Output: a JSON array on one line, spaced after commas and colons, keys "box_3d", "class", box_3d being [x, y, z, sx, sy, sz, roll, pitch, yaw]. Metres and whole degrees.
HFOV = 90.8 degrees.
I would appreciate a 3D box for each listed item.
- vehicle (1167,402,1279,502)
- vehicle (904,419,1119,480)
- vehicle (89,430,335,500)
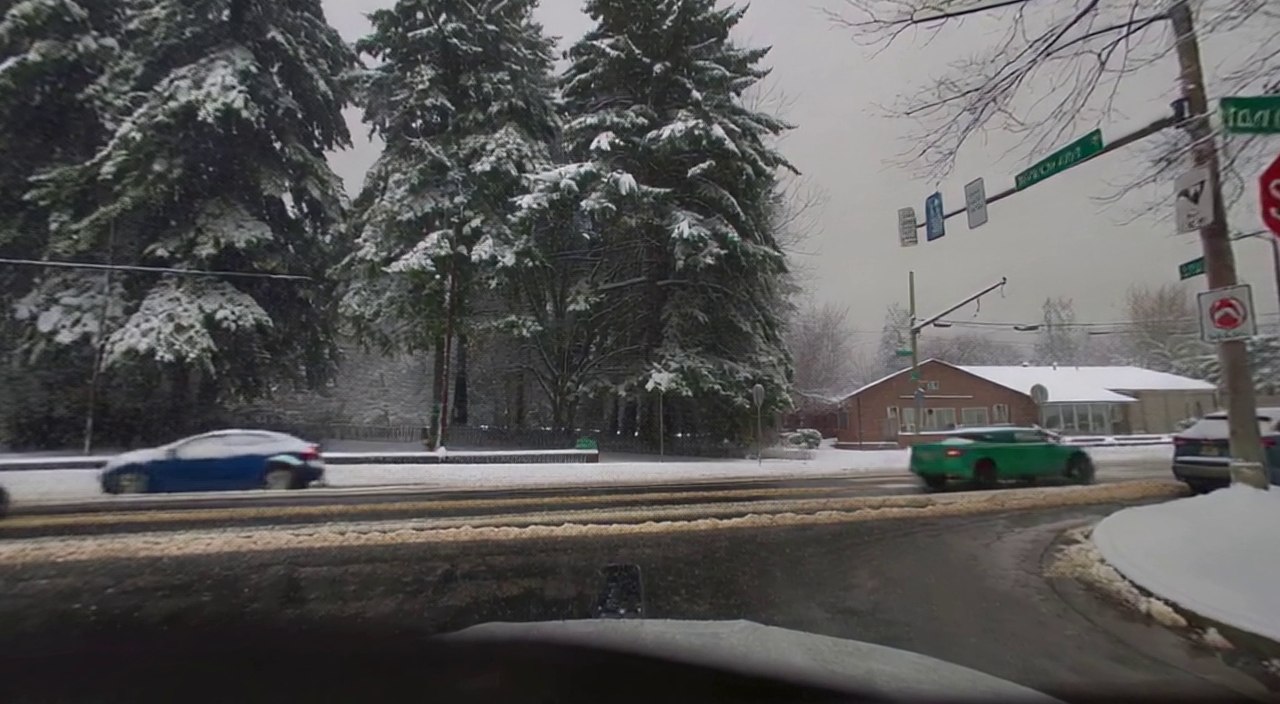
[{"box_3d": [12.785, 1.856, 11.856, 4.208, 1.685, 2.014, 1, -8, -8], "class": "vehicle"}, {"box_3d": [9.842, 2.570, 16.843, 4.990, 1.454, 1.875, 2, -9, -15], "class": "vehicle"}, {"box_3d": [-9.944, 2.648, 15.202, 4.548, 1.469, 1.864, 3, -9, -23], "class": "vehicle"}]
